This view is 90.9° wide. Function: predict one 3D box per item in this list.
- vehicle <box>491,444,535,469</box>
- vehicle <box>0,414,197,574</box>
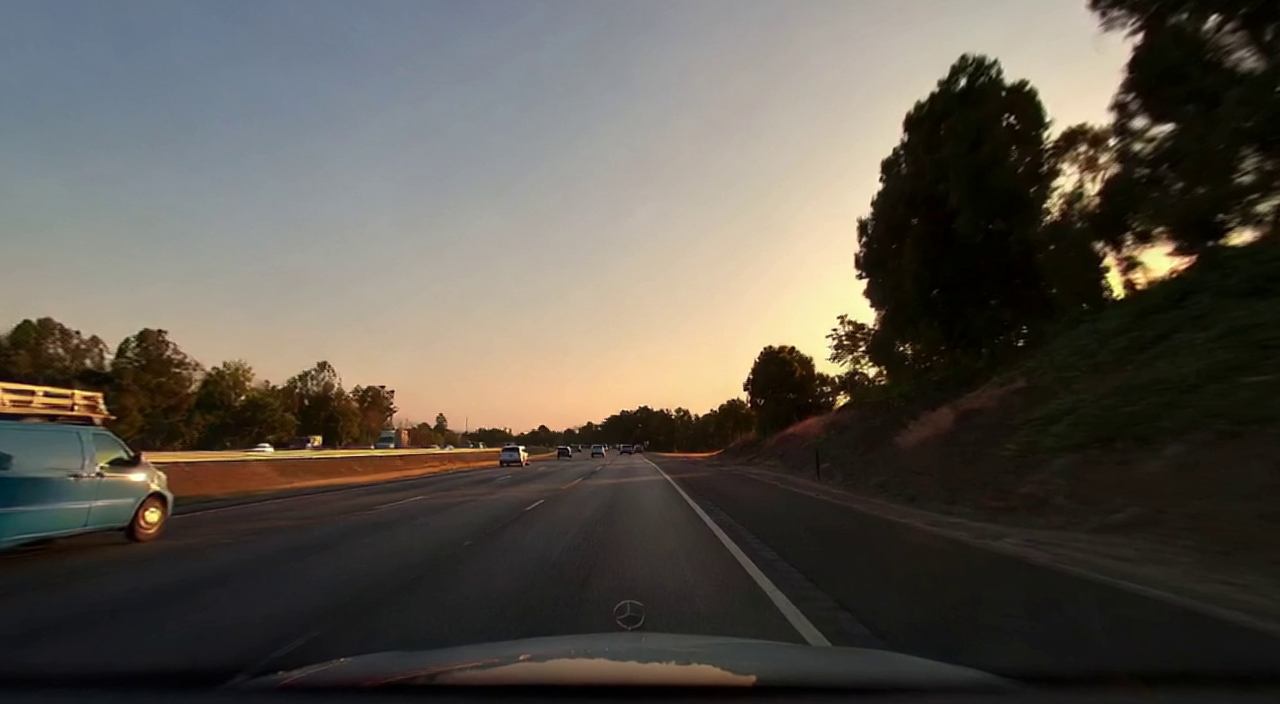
[{"bbox_3d":[-8.110,6.752,40.777,1.958,1.499,4.437,0,-9,0],"label":"vehicle"},{"bbox_3d":[-8.163,1.676,7.634,2.093,1.752,4.771,0,-9,0],"label":"vehicle"}]
